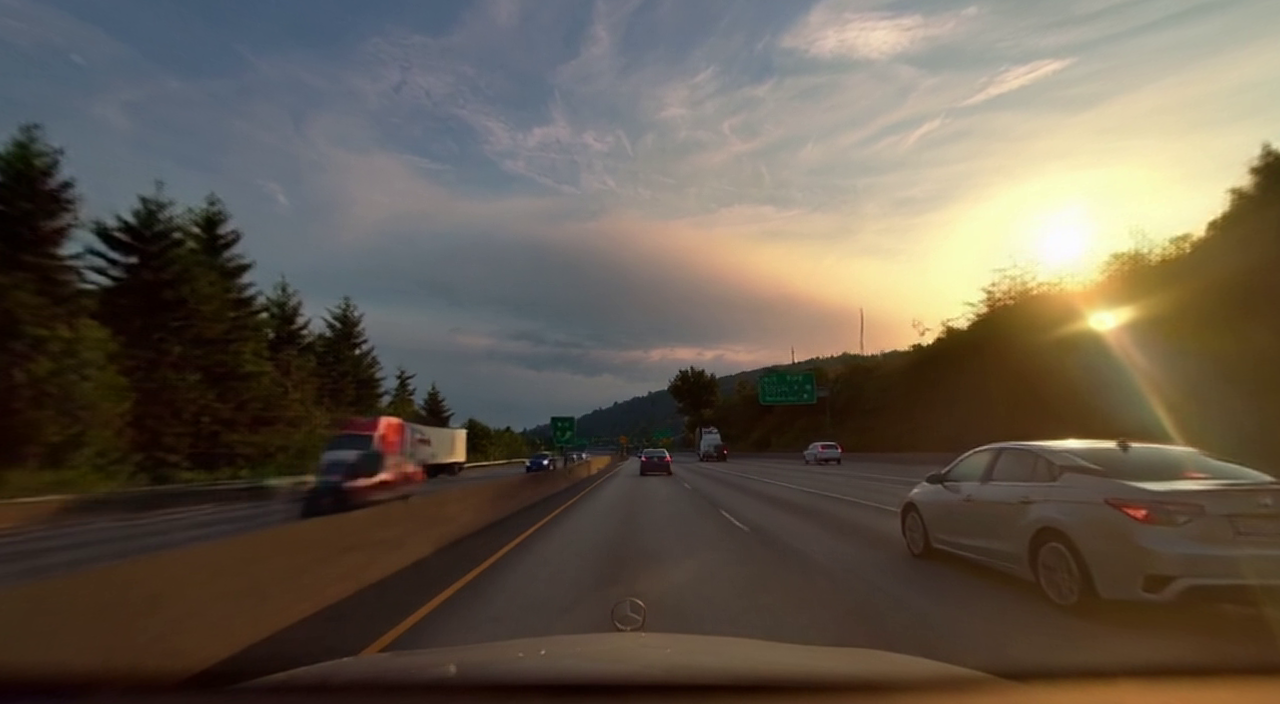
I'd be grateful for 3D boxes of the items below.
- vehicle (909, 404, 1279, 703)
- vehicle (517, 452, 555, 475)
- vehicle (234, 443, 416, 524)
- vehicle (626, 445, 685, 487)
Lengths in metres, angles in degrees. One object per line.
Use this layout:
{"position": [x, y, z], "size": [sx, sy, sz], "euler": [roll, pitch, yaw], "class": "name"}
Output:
{"position": [3.746, 1.192, 4.141], "size": [2.029, 1.475, 4.279], "euler": [0, -9, 0], "class": "vehicle"}
{"position": [-7.404, 7.947, 45.126], "size": [1.911, 1.497, 4.500], "euler": [0, -9, 0], "class": "vehicle"}
{"position": [-6.965, 2.924, 14.544], "size": [1.992, 1.575, 4.183], "euler": [0, -9, 0], "class": "vehicle"}
{"position": [0.578, 4.556, 25.476], "size": [2.177, 1.520, 4.278], "euler": [0, -9, 0], "class": "vehicle"}
